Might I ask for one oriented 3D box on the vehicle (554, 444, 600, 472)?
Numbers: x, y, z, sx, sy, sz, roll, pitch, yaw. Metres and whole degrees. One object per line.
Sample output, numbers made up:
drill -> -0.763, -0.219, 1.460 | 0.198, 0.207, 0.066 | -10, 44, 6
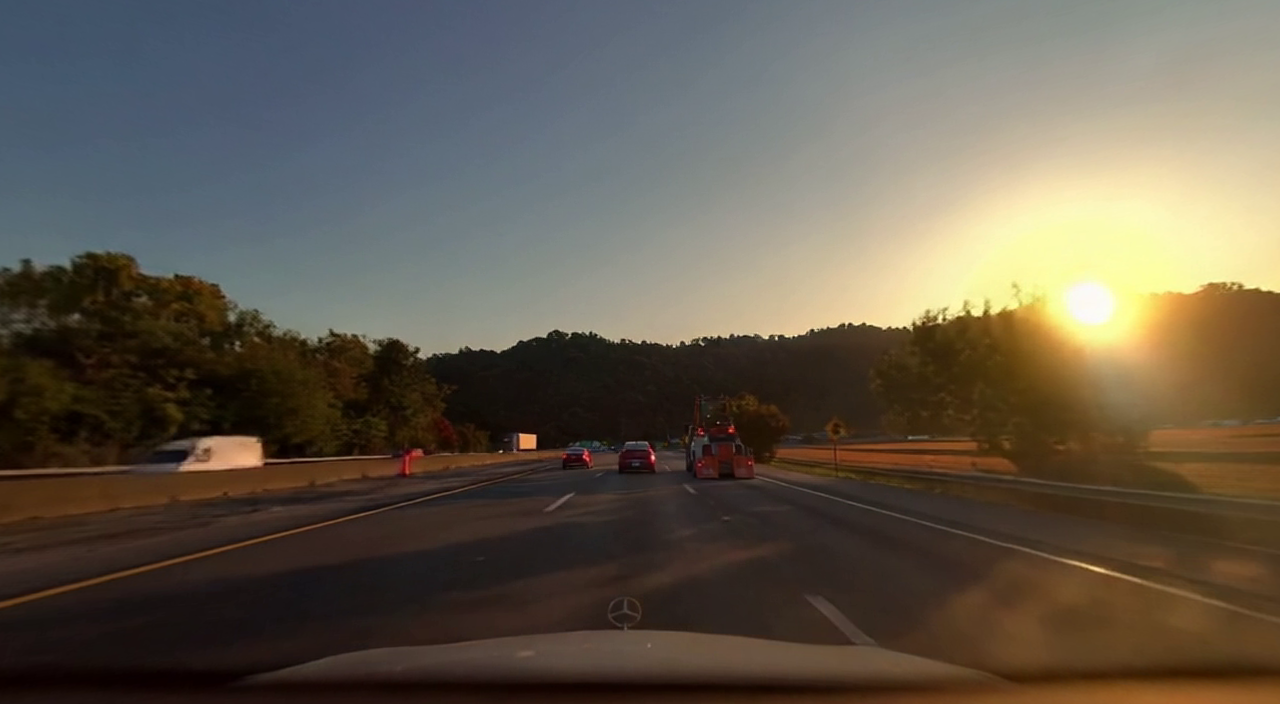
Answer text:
vehicle -> -3.478, 5.974, 35.716 | 2.096, 1.469, 4.319 | 0, -8, 1

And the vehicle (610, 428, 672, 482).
vehicle -> 0.063, 4.204, 25.921 | 2.308, 1.993, 4.631 | 0, -8, 1

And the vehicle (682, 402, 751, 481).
vehicle -> 4.047, 5.089, 35.611 | 2.793, 3.828, 9.580 | 0, -8, 1
